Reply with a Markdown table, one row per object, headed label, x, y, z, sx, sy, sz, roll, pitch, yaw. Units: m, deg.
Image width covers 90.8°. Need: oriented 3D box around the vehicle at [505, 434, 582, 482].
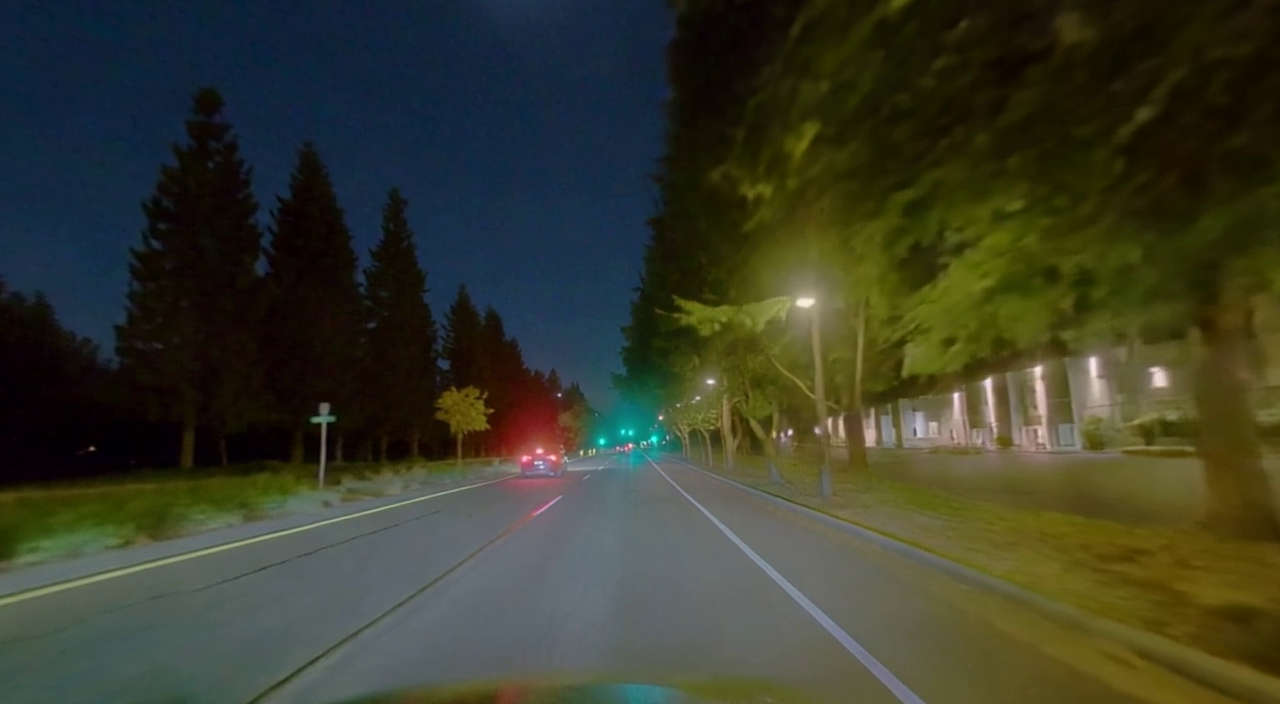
| label | x | y | z | sx | sy | sz | roll | pitch | yaw |
| --- | --- | --- | --- | --- | --- | --- | --- | --- | --- |
| vehicle | -3.655 | 4.096 | 24.797 | 2.202 | 1.685 | 4.772 | 0 | -8 | 1 |
